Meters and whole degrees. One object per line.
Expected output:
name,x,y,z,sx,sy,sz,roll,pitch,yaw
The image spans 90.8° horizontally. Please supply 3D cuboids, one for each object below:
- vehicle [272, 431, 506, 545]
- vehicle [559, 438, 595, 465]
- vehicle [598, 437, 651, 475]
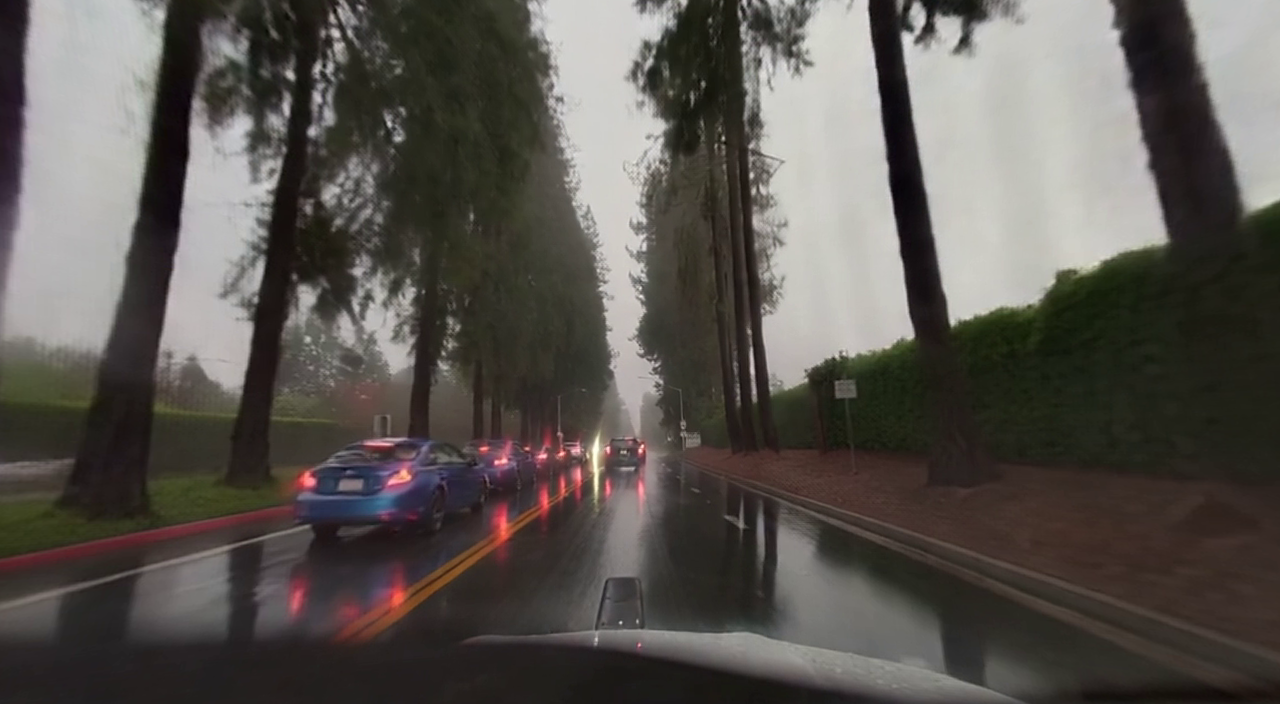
vehicle,-3.712,2.083,10.380,2.030,1.452,4.312,0,-8,0
vehicle,-4.122,6.579,41.954,1.983,1.697,4.285,0,-8,0
vehicle,-0.667,4.536,27.659,2.127,1.517,4.090,0,-8,-1
